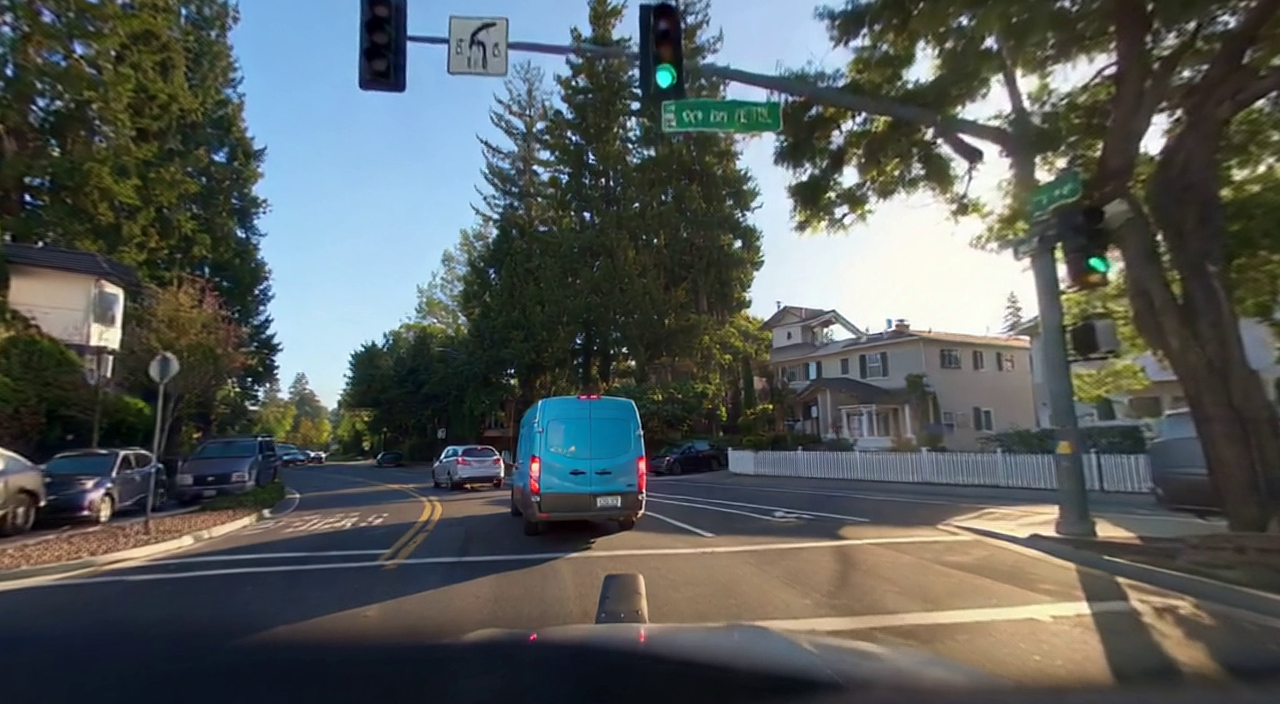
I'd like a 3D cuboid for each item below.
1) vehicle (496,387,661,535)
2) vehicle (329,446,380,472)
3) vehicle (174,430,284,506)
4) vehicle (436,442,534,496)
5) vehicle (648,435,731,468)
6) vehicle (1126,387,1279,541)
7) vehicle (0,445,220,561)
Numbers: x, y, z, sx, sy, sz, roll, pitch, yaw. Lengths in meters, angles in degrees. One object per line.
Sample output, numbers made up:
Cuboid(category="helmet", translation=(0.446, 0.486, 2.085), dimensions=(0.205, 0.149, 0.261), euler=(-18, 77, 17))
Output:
Cuboid(category="vehicle", translation=(-1.403, 1.952, 11.791), dimensions=(2.213, 2.124, 4.809), euler=(2, -9, -16))
Cuboid(category="vehicle", translation=(-18.095, 6.734, 39.924), dimensions=(1.911, 1.493, 4.291), euler=(6, -10, -37))
Cuboid(category="vehicle", translation=(-11.901, 3.298, 18.629), dimensions=(2.228, 1.871, 5.492), euler=(5, -10, -30))
Cuboid(category="vehicle", translation=(-4.891, 3.513, 19.510), dimensions=(2.008, 1.445, 4.386), euler=(4, -9, -26))
Cuboid(category="vehicle", translation=(2.835, 5.619, 35.978), dimensions=(4.559, 1.754, 1.985), euler=(6, -11, -38))
Cuboid(category="vehicle", translation=(10.436, 1.437, 8.083), dimensions=(2.514, 2.026, 6.104), euler=(7, -11, -39))
Cuboid(category="vehicle", translation=(-8.784, 2.239, 10.193), dimensions=(1.952, 1.461, 4.377), euler=(2, -9, -15))
